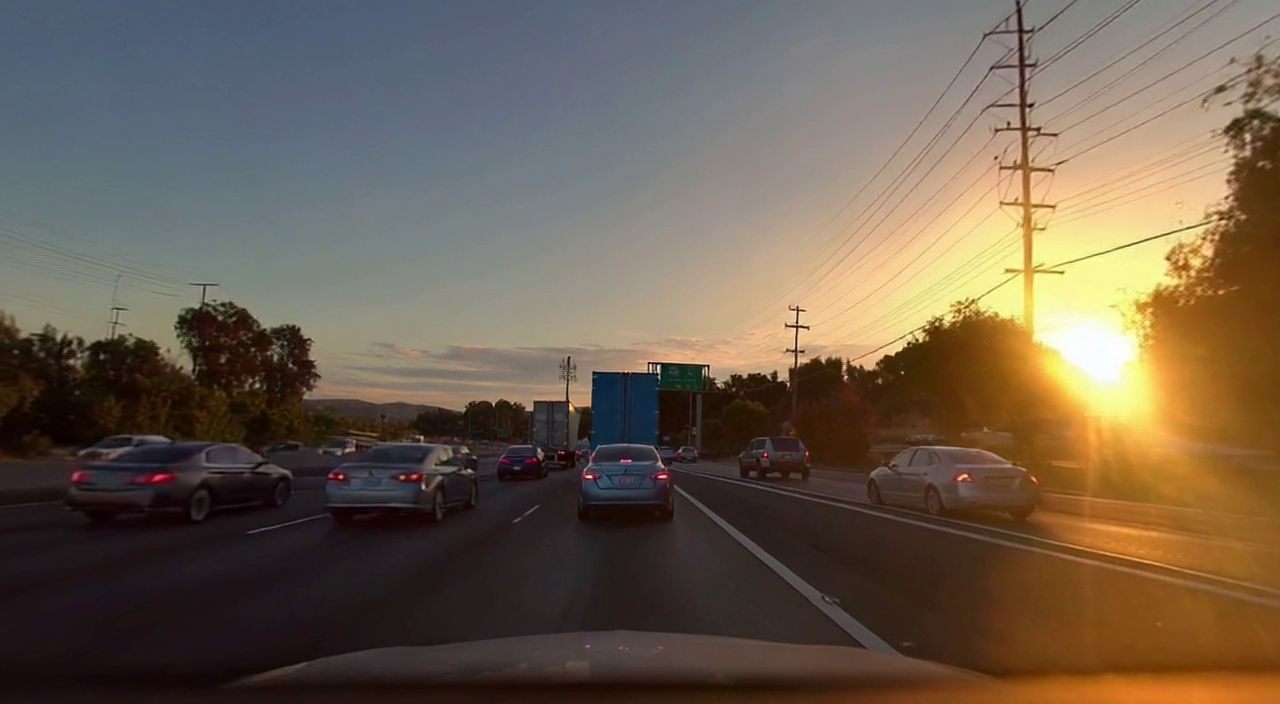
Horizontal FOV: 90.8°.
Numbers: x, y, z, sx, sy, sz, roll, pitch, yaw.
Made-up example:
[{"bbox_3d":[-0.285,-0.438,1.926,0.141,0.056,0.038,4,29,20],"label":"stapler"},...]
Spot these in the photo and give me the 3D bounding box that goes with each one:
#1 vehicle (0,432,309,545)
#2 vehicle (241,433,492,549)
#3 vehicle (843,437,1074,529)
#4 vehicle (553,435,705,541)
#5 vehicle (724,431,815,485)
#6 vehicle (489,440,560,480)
[{"bbox_3d":[-7.927,2.185,10.867,1.988,1.472,4.852,0,-9,-2],"label":"vehicle"},{"bbox_3d":[-4.066,2.155,10.628,1.960,1.450,5.246,0,-9,-1],"label":"vehicle"},{"bbox_3d":[5.660,2.358,11.967,1.878,1.406,4.164,1,-9,-6],"label":"vehicle"},{"bbox_3d":[-0.270,2.204,10.871,2.112,1.463,4.012,0,-9,-4],"label":"vehicle"},{"bbox_3d":[4.403,3.686,22.175,2.023,1.676,4.002,1,-9,-6],"label":"vehicle"},{"bbox_3d":[-4.511,4.313,25.496,2.090,1.463,4.968,0,-9,-2],"label":"vehicle"}]
